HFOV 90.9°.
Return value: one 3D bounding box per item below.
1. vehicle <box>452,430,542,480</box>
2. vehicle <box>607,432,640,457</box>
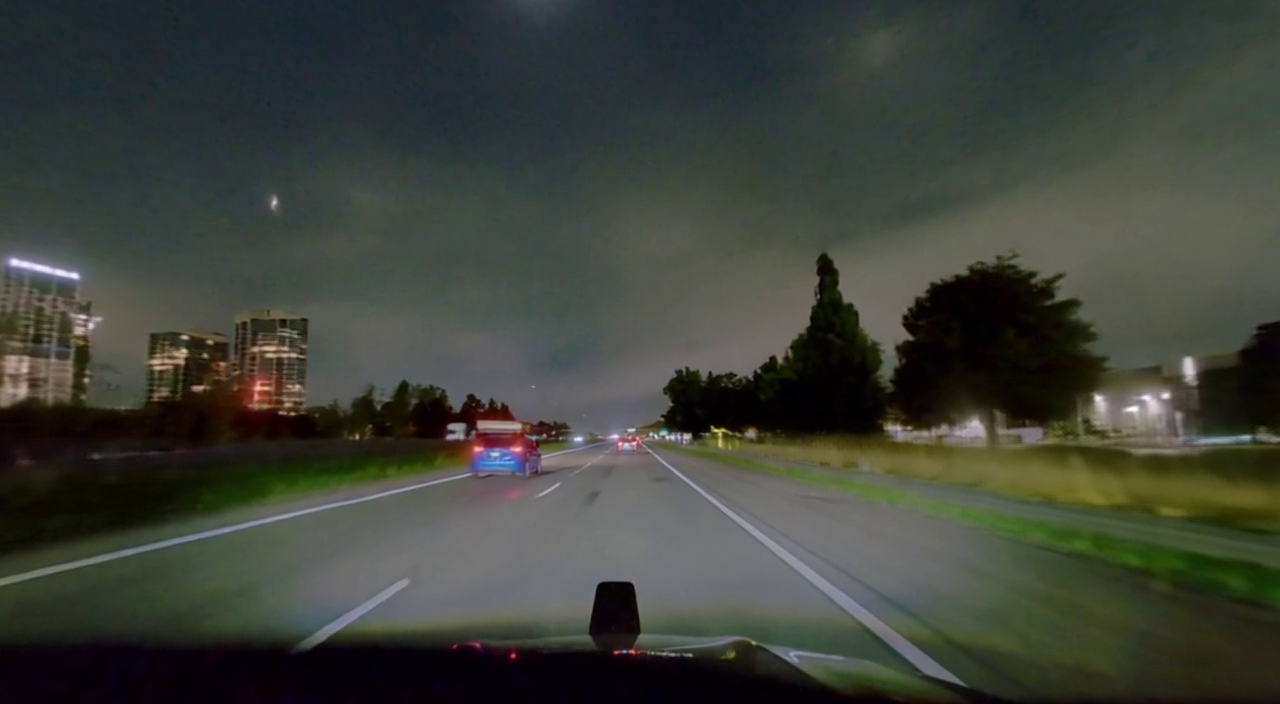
[{"bbox_3d":[-5.021,3.670,22.850,2.189,1.580,4.607,0,-8,0],"label":"vehicle"},{"bbox_3d":[-1.132,6.318,43.244,2.151,1.618,3.898,0,-8,-1],"label":"vehicle"}]
